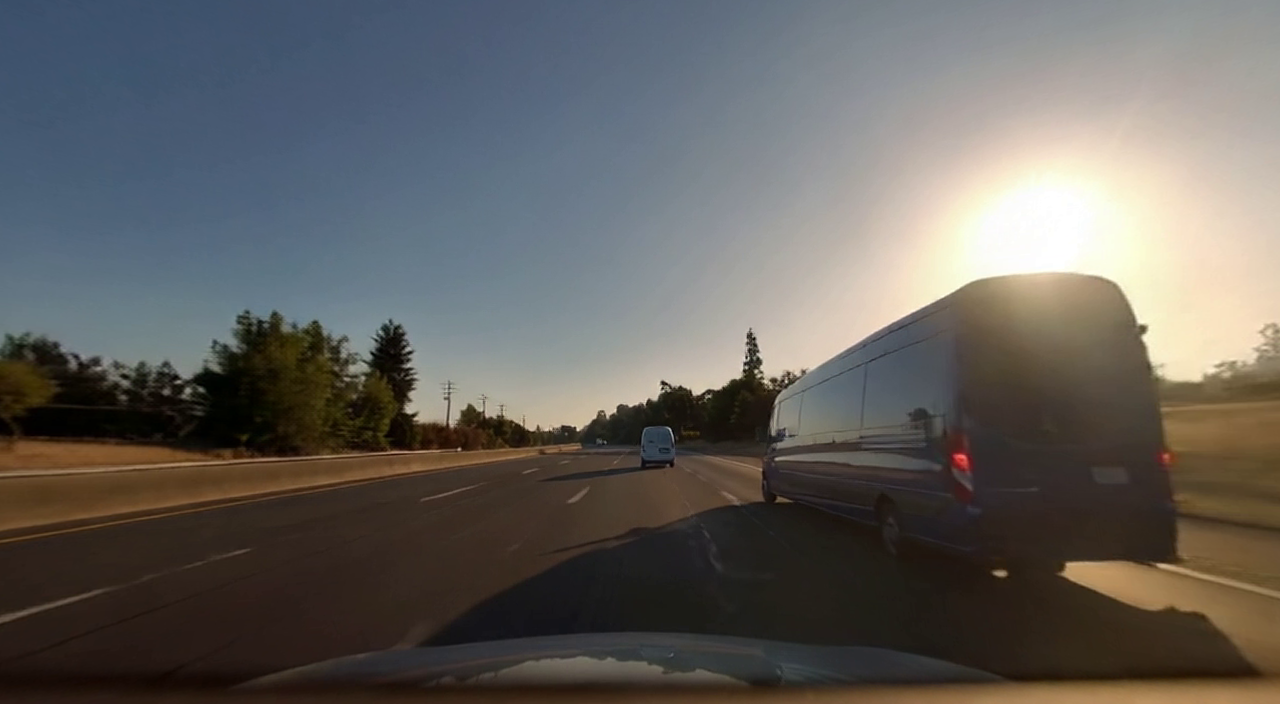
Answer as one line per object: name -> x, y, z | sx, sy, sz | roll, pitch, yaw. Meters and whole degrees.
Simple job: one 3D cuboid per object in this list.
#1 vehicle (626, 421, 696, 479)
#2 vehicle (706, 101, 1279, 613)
vehicle -> 0.787, 3.780, 24.459 | 2.469, 2.027, 4.554 | 0, -8, 1
vehicle -> 4.144, 1.120, 13.486 | 3.892, 4.216, 16.830 | 0, -8, 1
